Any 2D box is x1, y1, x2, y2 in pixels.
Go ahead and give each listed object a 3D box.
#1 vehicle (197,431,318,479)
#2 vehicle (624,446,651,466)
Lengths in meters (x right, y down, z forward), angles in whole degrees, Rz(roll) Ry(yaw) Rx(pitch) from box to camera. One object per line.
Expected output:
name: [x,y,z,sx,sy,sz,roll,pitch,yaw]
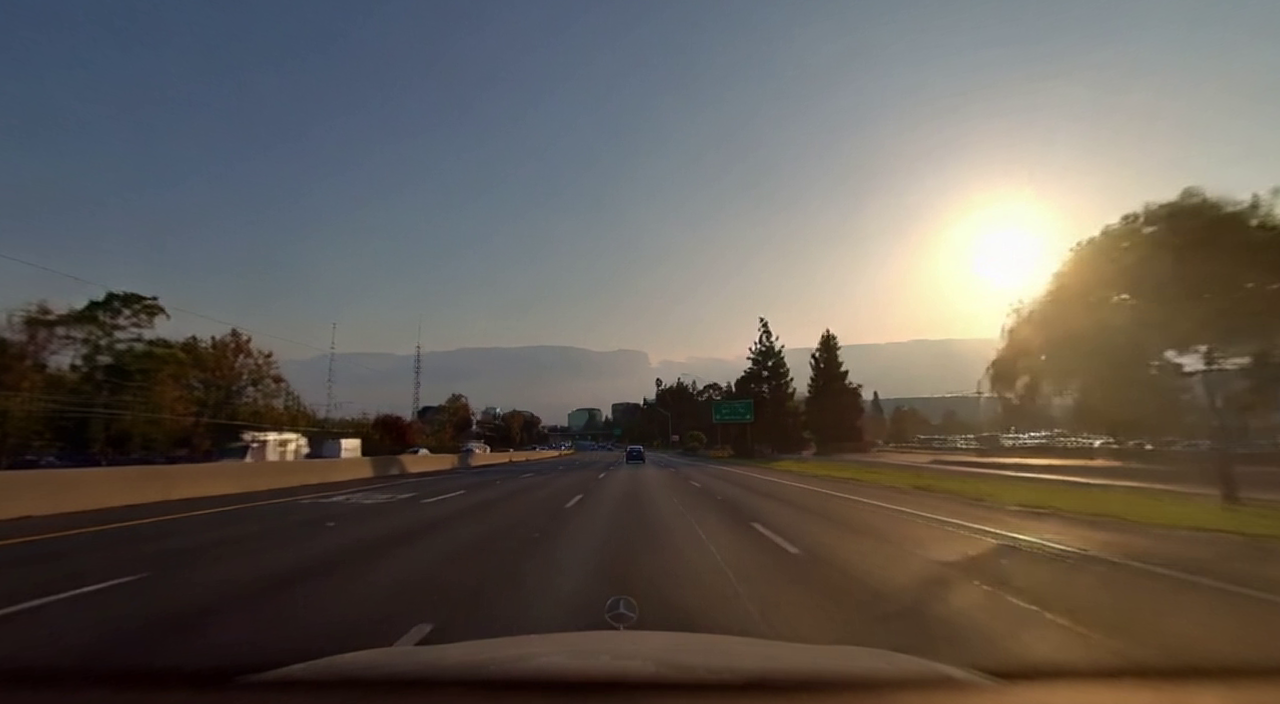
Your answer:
vehicle: [-28.478,7.741,47.863,2.995,3.269,9.862,0,-9,0]
vehicle: [-0.227,7.968,48.496,2.025,1.460,4.189,0,-9,-1]
